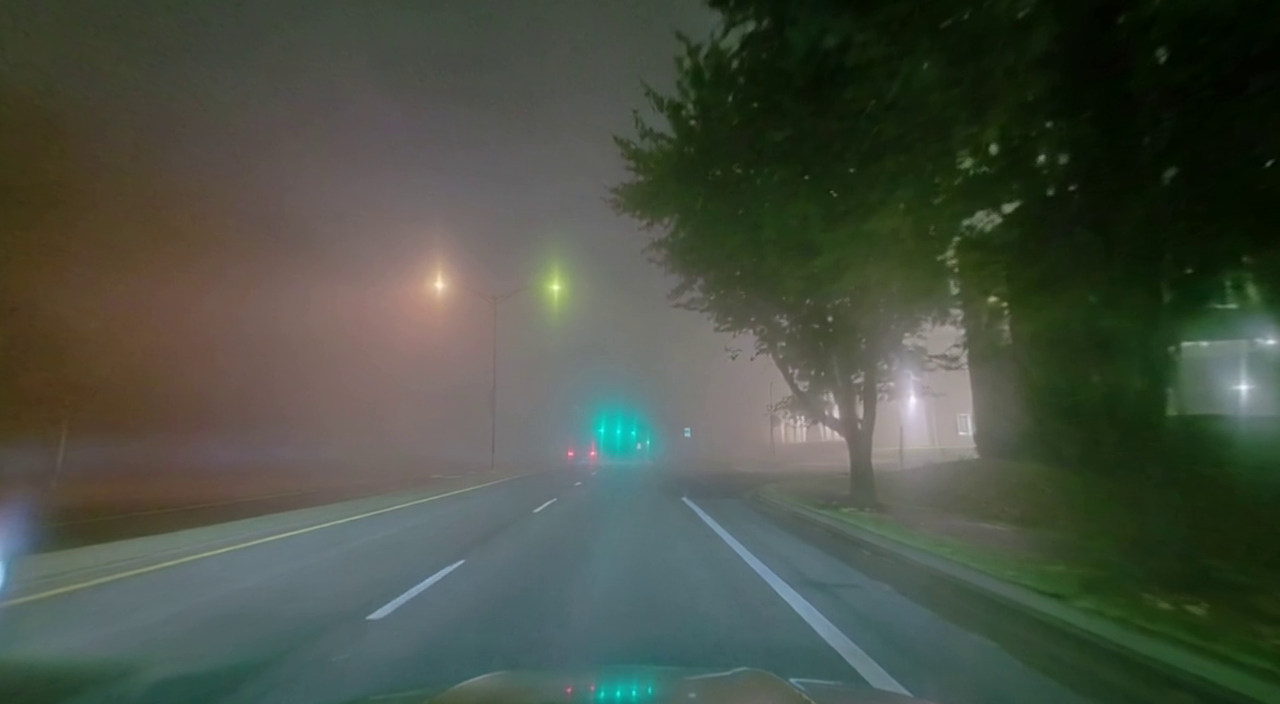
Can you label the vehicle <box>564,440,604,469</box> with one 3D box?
[{"bbox_3d":[-3.612,6.709,41.404,2.179,1.771,4.267,0,-9,0],"label":"vehicle"}]
